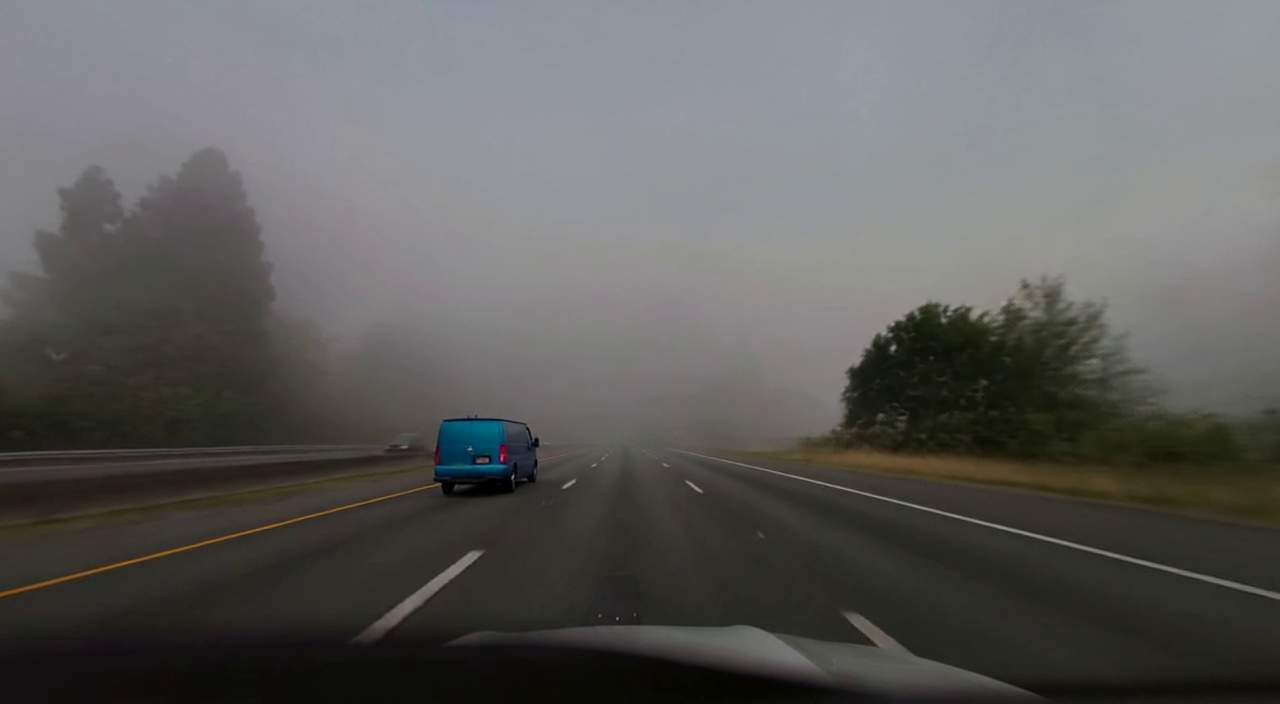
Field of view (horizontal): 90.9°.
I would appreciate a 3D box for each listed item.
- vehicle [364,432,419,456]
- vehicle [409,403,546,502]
[{"bbox_3d":[-16.353,6.066,41.673,1.795,1.476,4.616,1,-8,-1],"label":"vehicle"},{"bbox_3d":[-3.681,2.381,15.341,2.297,2.011,4.736,0,-8,-3],"label":"vehicle"}]
